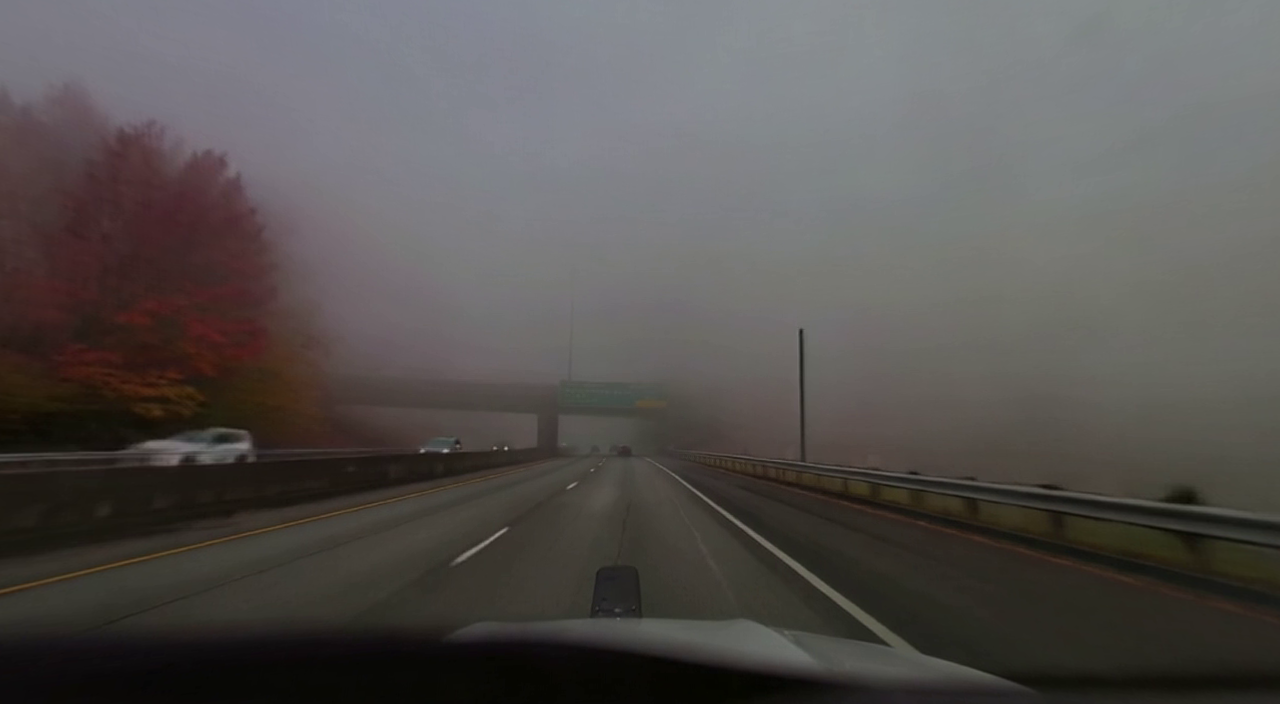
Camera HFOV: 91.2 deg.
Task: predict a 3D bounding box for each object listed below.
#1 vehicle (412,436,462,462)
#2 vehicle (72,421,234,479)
[{"bbox_3d":[-13.836,6.651,42.944,2.017,1.626,4.284,0,-9,-1],"label":"vehicle"},{"bbox_3d":[-17.264,3.524,22.629,1.955,1.814,4.823,0,-9,-1],"label":"vehicle"}]
